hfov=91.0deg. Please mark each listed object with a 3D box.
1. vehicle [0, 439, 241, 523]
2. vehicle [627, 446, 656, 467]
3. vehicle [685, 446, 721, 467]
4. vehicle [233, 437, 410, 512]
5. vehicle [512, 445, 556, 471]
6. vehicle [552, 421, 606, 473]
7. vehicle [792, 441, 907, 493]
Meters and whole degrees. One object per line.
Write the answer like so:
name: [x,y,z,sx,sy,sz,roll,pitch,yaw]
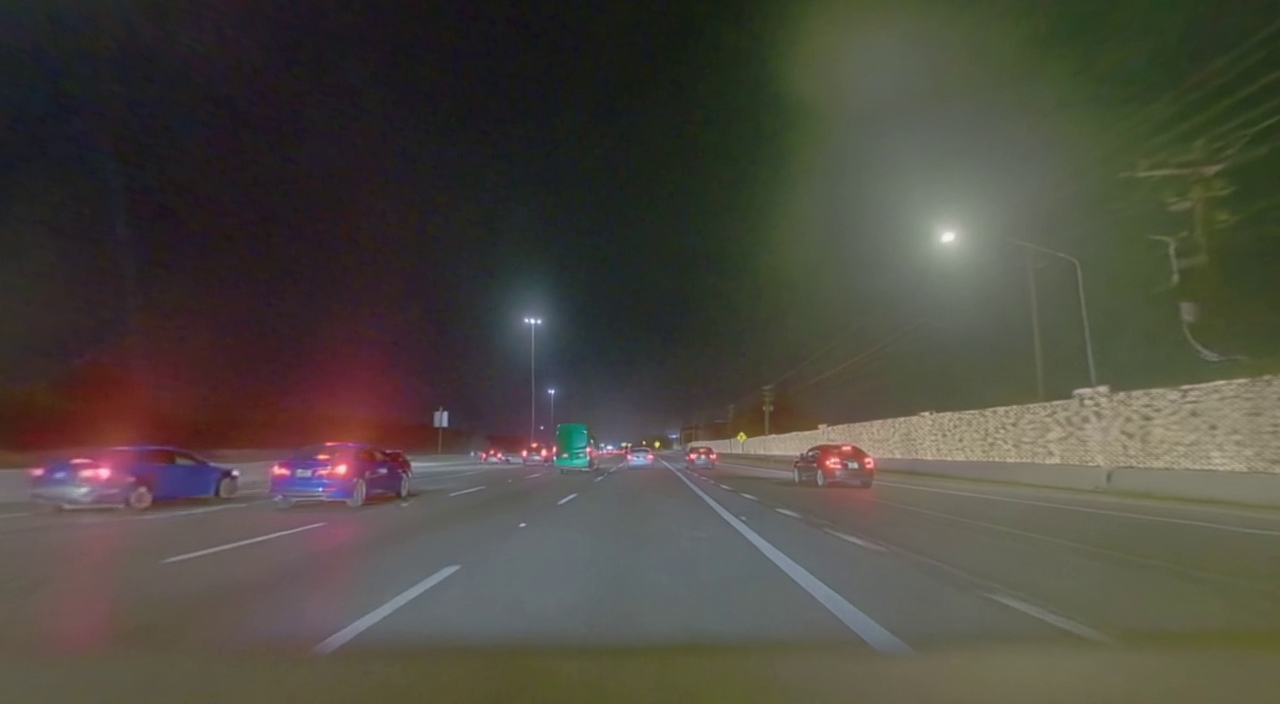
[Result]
vehicle: [-11.109,2.688,13.689,2.009,1.513,4.304,0,-9,0]
vehicle: [0.083,7.784,47.192,2.084,1.492,4.137,0,-9,-1]
vehicle: [4.605,7.716,46.677,2.095,1.504,4.536,0,-9,-1]
vehicle: [-7.429,2.887,15.339,1.967,1.525,4.458,0,-9,0]
vehicle: [-6.635,6.668,39.821,1.944,1.490,4.442,0,-9,1]
vehicle: [-3.313,5.388,35.605,2.395,2.660,5.827,0,-9,1]
vehicle: [6.502,3.604,20.103,2.052,1.470,4.364,0,-9,-2]
